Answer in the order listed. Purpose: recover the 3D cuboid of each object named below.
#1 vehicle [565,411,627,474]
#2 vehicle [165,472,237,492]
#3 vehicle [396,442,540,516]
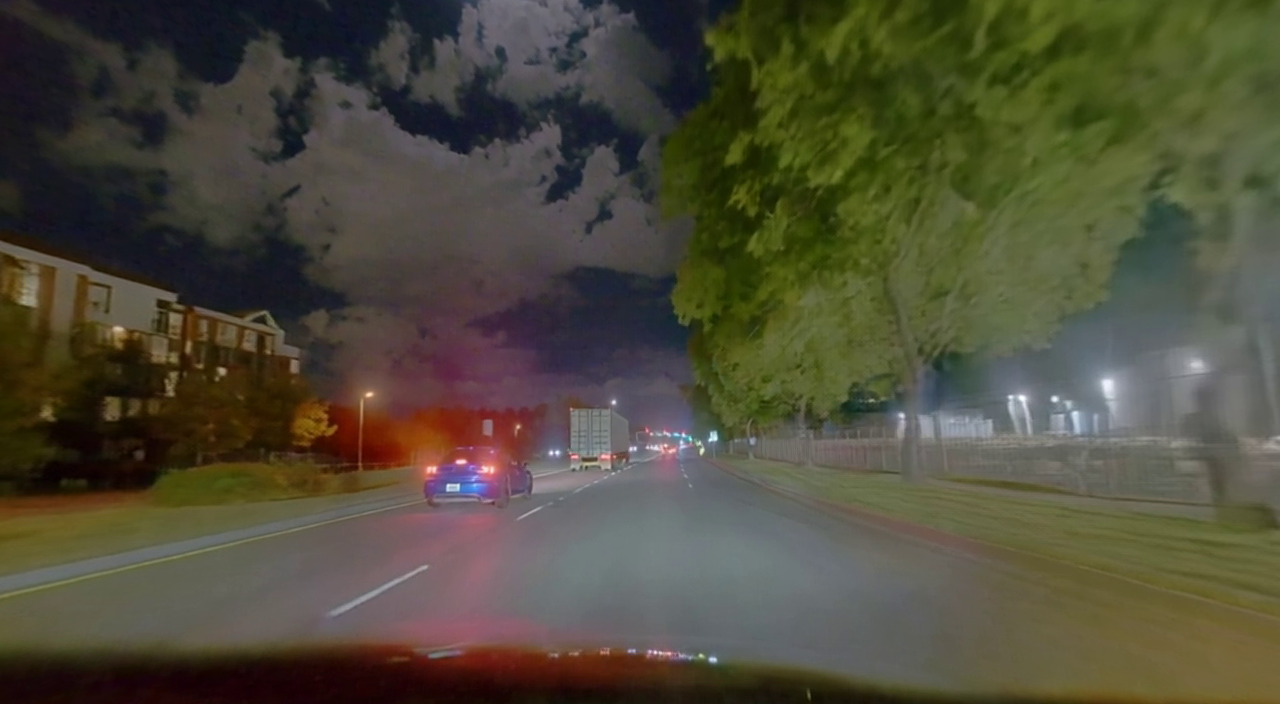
[{"bbox_3d":[-2.424,5.452,37.787,2.746,3.276,8.572,-1,-9,2],"label":"vehicle"},{"bbox_3d":[-33.724,9.988,48.516,3.992,1.467,2.092,-1,-11,4],"label":"vehicle"},{"bbox_3d":[-3.815,2.879,14.869,2.005,1.462,4.345,-1,-9,2],"label":"vehicle"}]
